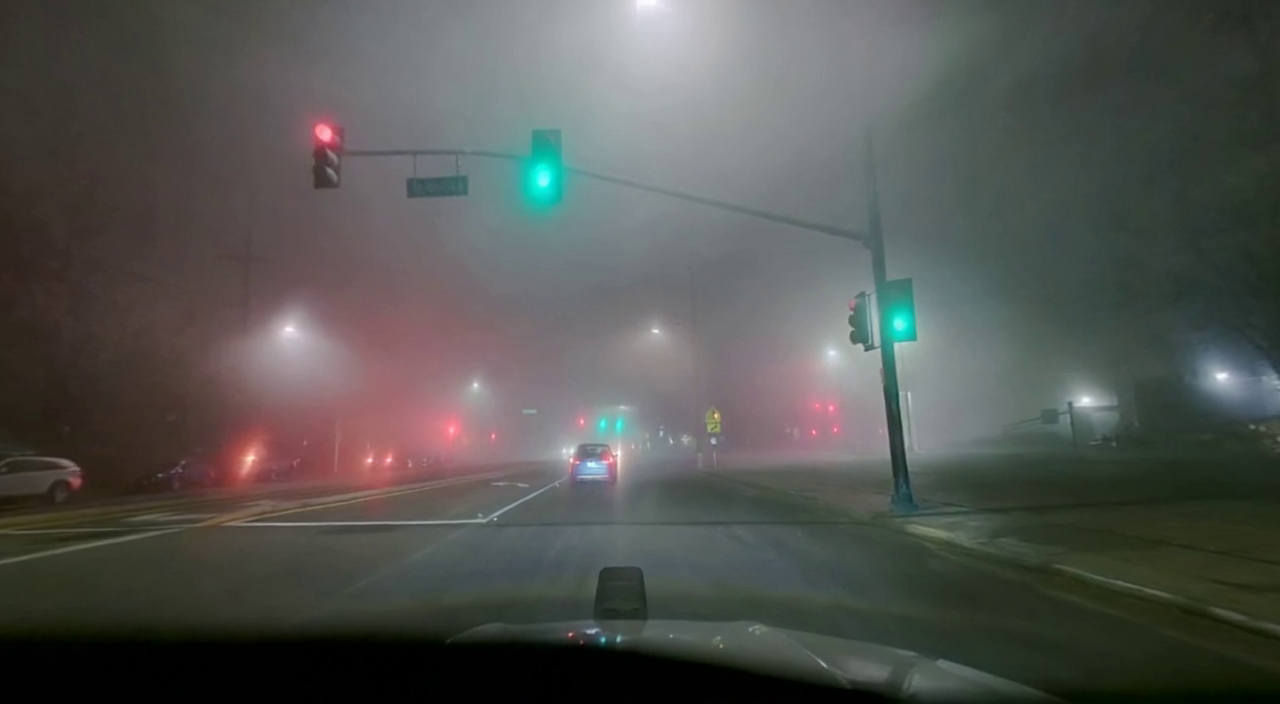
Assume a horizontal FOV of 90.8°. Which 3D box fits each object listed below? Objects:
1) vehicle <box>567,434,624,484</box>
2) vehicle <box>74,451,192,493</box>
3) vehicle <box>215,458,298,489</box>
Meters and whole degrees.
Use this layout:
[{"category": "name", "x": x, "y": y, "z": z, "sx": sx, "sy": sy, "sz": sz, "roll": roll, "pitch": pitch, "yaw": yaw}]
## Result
[{"category": "vehicle", "x": -1.681, "y": 4.140, "z": 24.588, "sx": 2.022, "sy": 1.757, "sz": 4.041, "roll": 0, "pitch": -9, "yaw": -3}, {"category": "vehicle", "x": -25.635, "y": 6.064, "z": 32.037, "sx": 4.508, "sy": 1.776, "sz": 1.932, "roll": -3, "pitch": -8, "yaw": 4}, {"category": "vehicle", "x": -20.148, "y": 6.393, "z": 33.431, "sx": 1.786, "sy": 1.439, "sz": 4.312, "roll": 0, "pitch": -9, "yaw": -2}]
